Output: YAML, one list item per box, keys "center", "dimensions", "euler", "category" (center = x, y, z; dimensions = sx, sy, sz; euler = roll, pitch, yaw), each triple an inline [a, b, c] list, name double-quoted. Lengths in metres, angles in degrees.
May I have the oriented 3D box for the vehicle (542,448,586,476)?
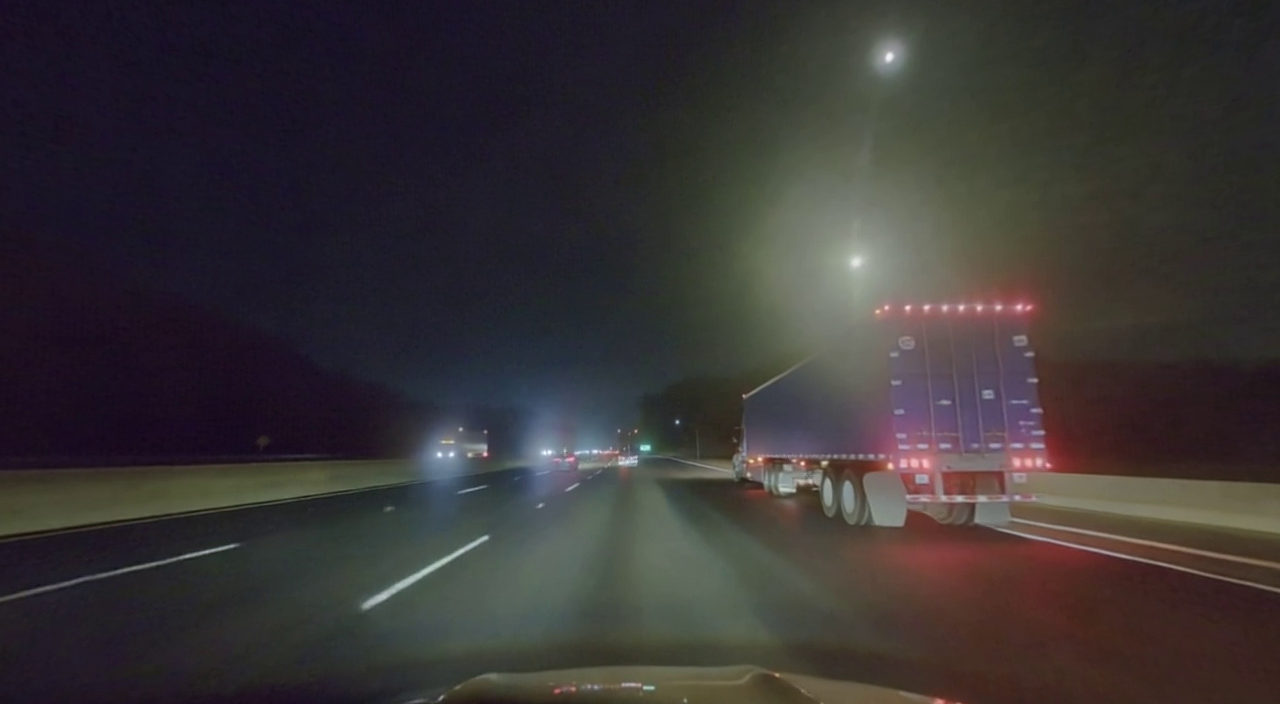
- center: [-4.570, 6.670, 38.515]
  dimensions: [2.108, 1.573, 5.000]
  euler: [0, -9, -1]
  category: "vehicle"
